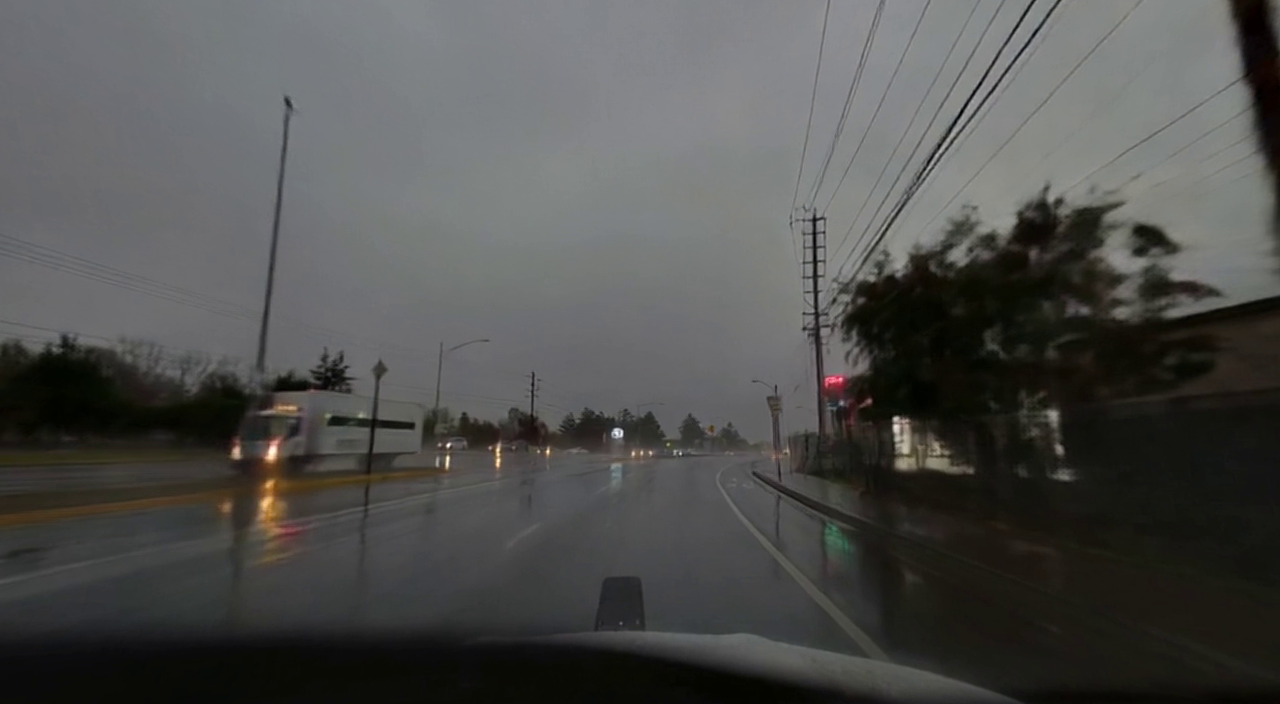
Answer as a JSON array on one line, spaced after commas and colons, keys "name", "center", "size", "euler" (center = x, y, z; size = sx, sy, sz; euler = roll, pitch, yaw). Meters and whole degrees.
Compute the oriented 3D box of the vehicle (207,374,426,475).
[{"name": "vehicle", "center": [-14.657, 3.685, 30.315], "size": [2.994, 3.930, 11.114], "euler": [-1, -9, 10]}]
